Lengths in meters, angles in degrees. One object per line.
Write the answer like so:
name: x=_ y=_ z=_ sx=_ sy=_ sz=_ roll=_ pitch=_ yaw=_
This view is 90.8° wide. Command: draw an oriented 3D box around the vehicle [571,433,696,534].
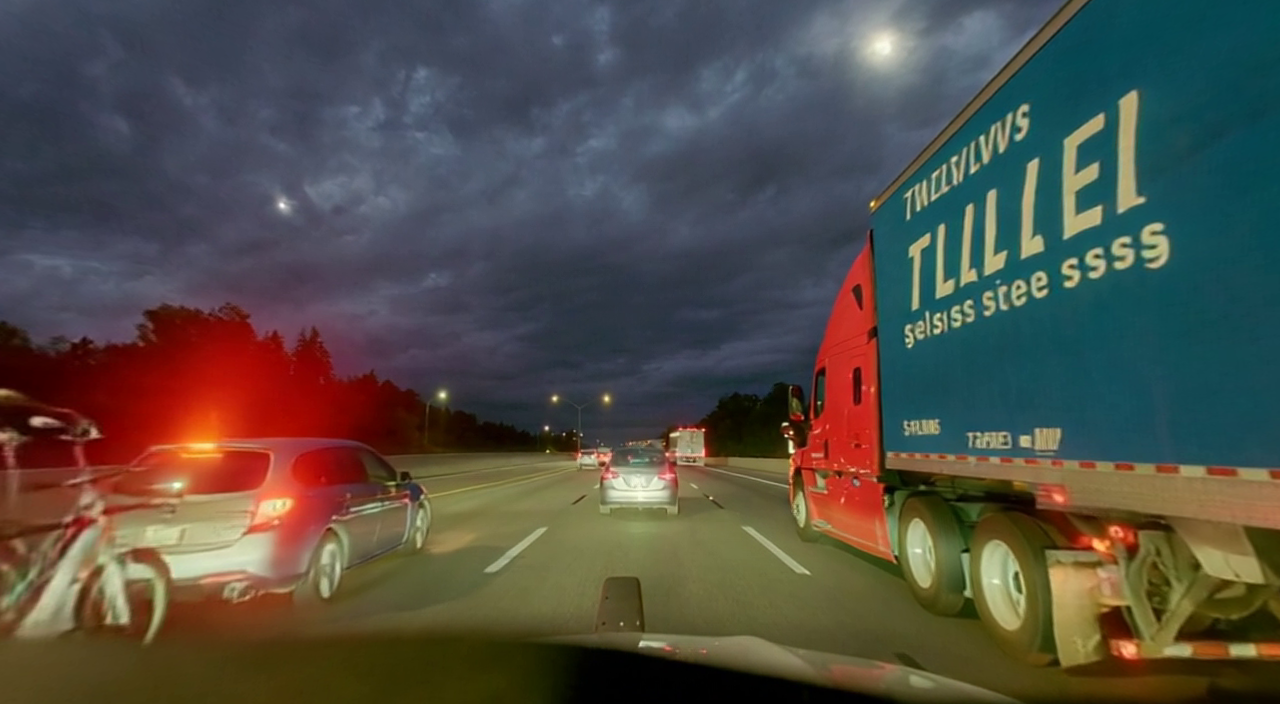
vehicle: x=-0.117 y=2.359 z=11.749 sx=1.973 sy=1.574 sz=3.426 roll=0 pitch=-9 yaw=-1

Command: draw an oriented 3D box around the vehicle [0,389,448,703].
vehicle: x=-3.489 y=1.398 z=5.750 sx=1.985 sy=1.671 sz=4.604 roll=0 pitch=-9 yaw=0
